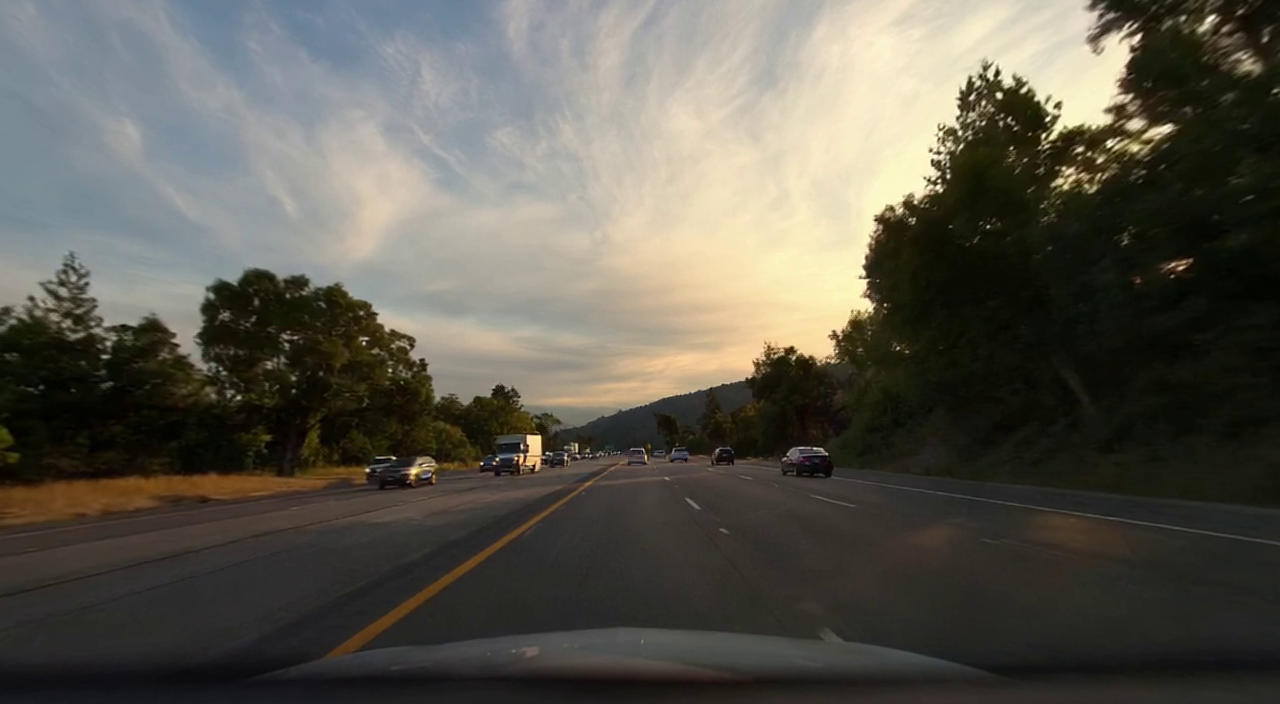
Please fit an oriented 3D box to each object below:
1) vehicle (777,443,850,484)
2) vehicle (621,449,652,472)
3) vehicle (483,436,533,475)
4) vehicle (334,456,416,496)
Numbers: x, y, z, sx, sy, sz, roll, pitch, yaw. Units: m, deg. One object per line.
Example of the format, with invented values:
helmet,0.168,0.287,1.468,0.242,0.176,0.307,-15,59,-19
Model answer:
vehicle,7.247,4.667,26.697,1.903,1.566,3.866,0,-9,-1
vehicle,-0.214,7.341,42.910,2.021,1.507,4.272,0,-9,0
vehicle,-8.922,7.046,43.233,2.207,2.457,5.719,0,-9,0
vehicle,-12.166,5.681,29.282,1.996,1.632,4.083,0,-9,0
